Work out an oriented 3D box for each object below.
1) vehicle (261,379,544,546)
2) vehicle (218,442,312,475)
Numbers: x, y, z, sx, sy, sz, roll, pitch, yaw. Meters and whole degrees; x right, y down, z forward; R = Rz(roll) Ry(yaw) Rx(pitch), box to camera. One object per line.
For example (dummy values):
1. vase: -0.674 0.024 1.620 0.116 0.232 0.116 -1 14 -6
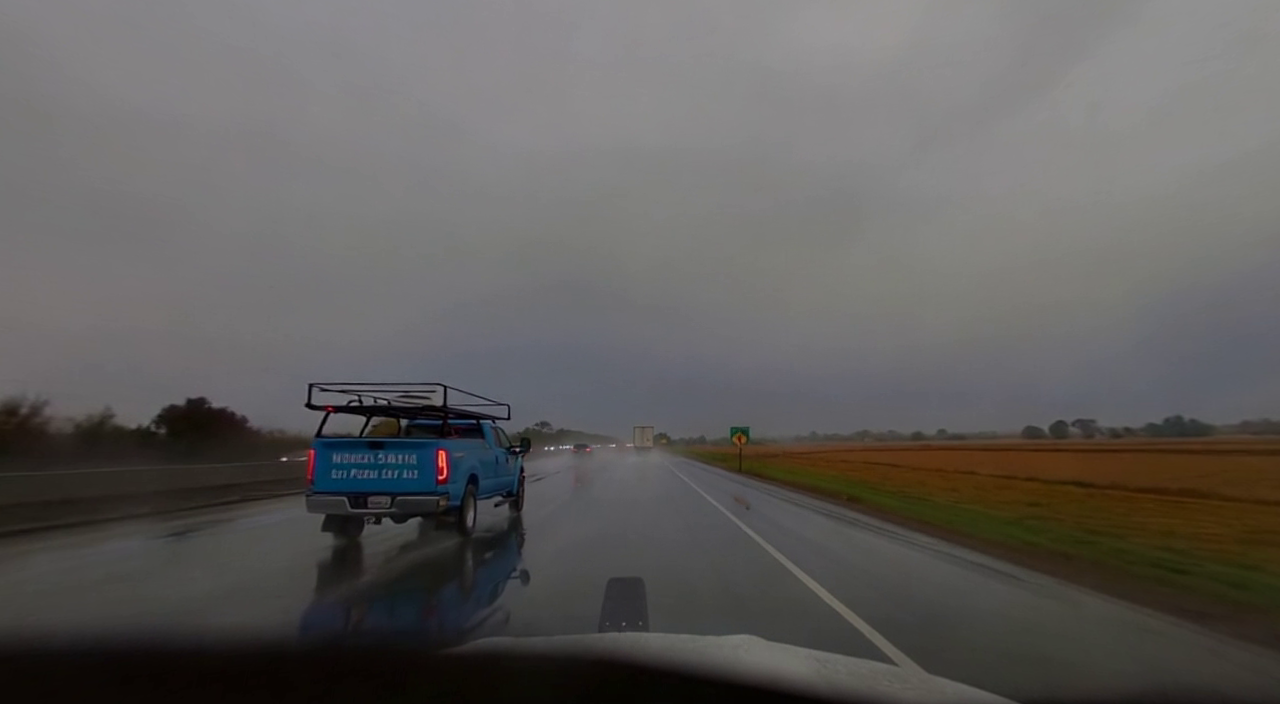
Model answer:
1. vehicle: -3.831 2.027 12.253 2.791 2.330 6.725 0 -8 1
2. vehicle: -28.328 8.031 48.036 2.617 2.264 7.208 0 -8 1
